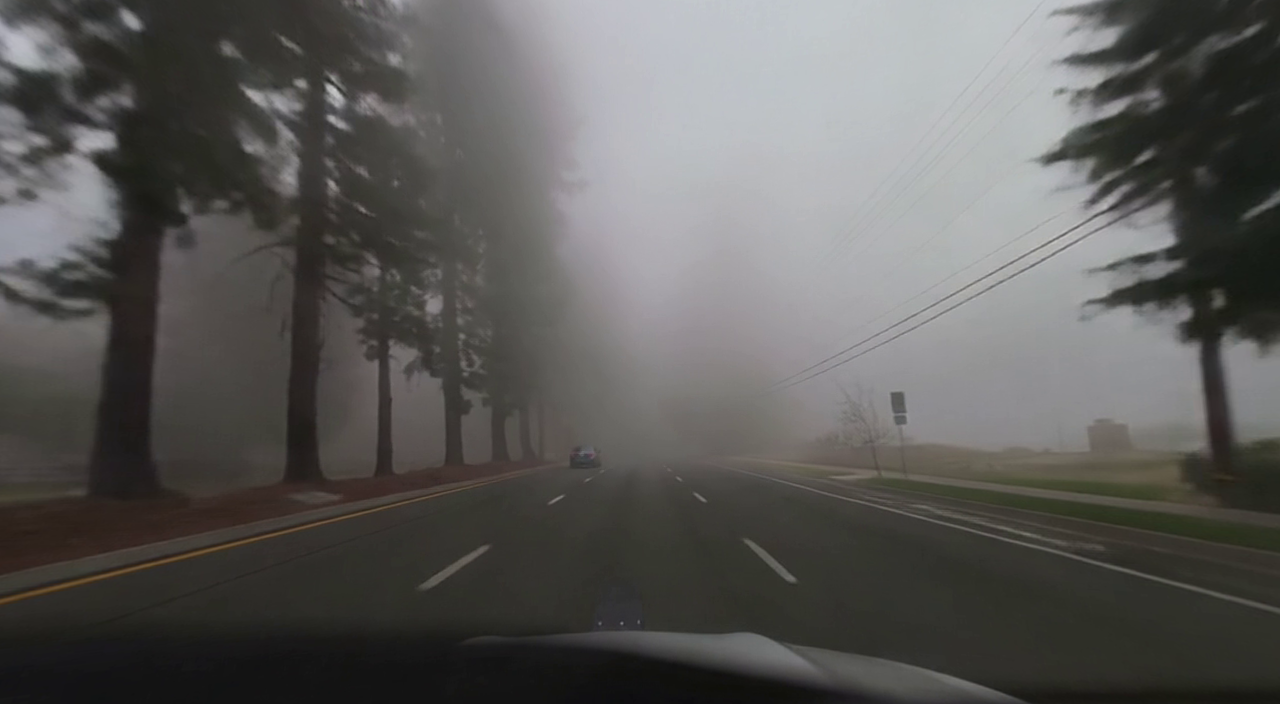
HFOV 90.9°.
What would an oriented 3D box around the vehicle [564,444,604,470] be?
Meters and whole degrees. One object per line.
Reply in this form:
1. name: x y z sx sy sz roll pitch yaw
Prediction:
1. vehicle: -3.350 6.365 38.346 2.007 1.514 4.049 0 -9 1
